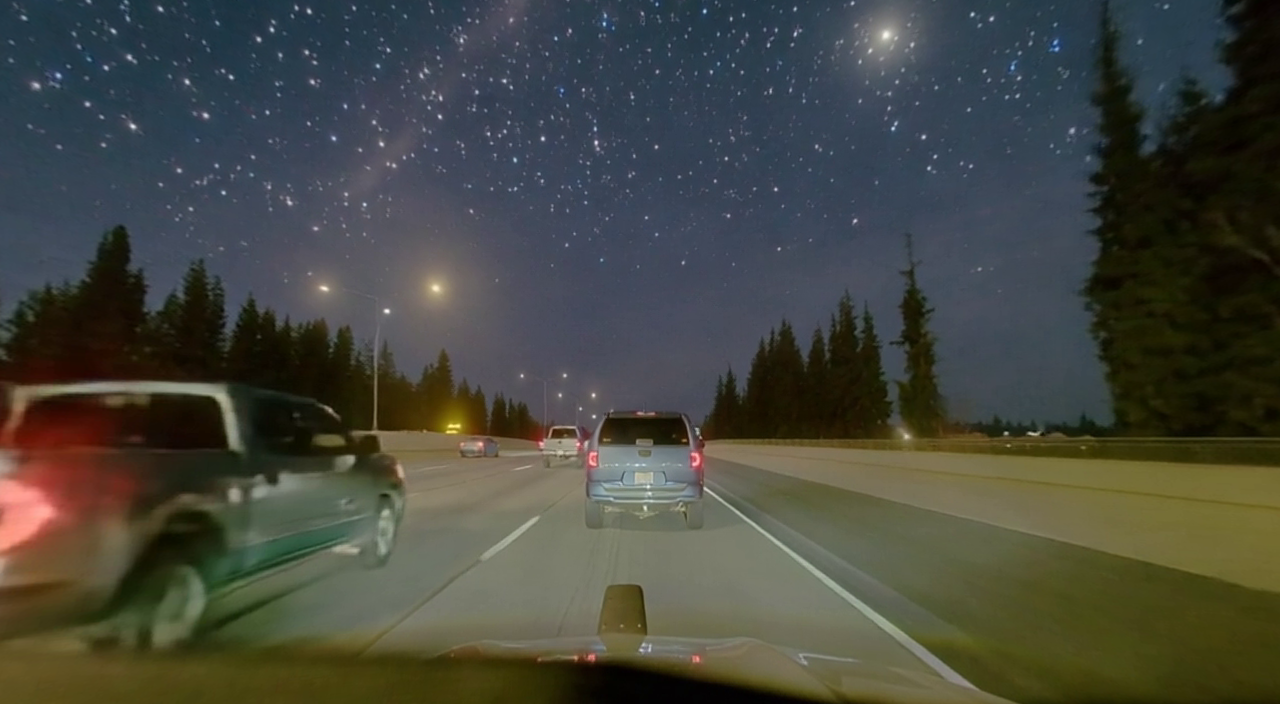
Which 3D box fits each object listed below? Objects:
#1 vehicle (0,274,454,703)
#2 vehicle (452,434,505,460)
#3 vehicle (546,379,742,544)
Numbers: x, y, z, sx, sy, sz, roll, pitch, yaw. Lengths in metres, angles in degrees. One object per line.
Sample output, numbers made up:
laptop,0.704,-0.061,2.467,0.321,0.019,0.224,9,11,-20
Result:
vehicle,-3.342,0.960,4.296,2.235,1.826,6.106,0,-8,1
vehicle,-10.152,6.029,40.074,2.002,1.484,4.798,0,-8,1
vehicle,0.060,1.693,10.184,2.395,2.013,4.734,0,-8,0
